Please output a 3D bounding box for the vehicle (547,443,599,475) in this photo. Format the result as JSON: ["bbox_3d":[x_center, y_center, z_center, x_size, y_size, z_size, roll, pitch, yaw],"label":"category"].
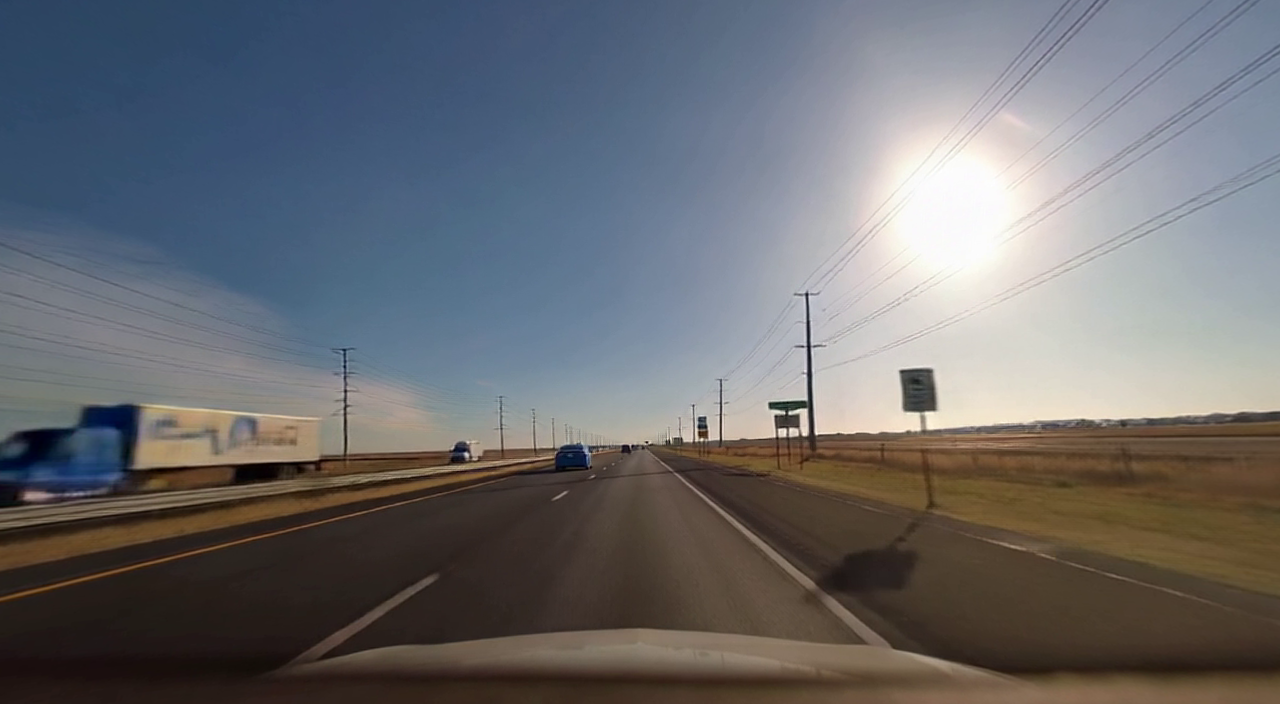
[{"bbox_3d":[-3.412,5.554,32.888,2.106,1.543,4.465,0,-9,1],"label":"vehicle"}]

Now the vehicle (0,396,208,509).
[{"bbox_3d":[-24.735,4.542,28.738,3.332,4.300,9.078,0,-9,1],"label":"vehicle"}]
